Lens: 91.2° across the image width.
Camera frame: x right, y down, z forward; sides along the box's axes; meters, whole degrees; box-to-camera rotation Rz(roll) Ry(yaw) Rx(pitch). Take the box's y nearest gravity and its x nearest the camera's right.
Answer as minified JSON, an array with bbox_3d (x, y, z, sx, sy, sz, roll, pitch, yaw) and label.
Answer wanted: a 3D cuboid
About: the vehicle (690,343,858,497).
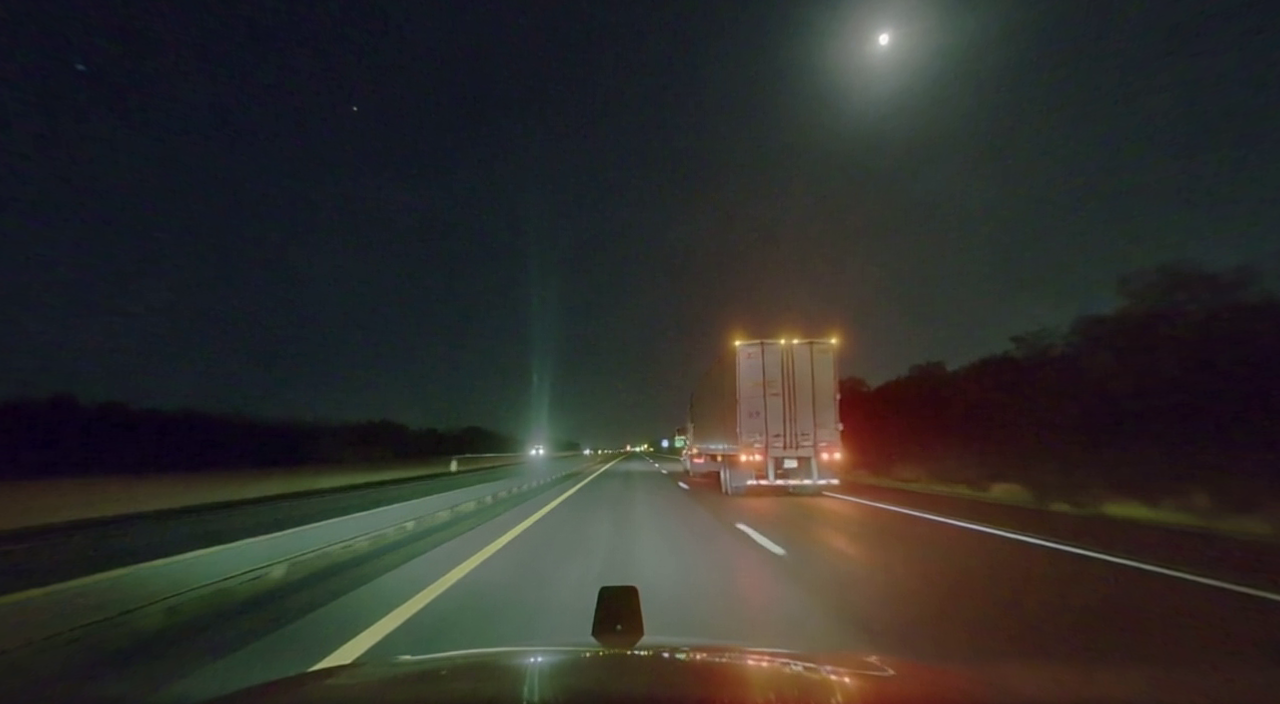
[{"bbox_3d":[3.935,2.789,23.021,2.922,3.905,14.151,0,-9,-1],"label":"vehicle"}]
